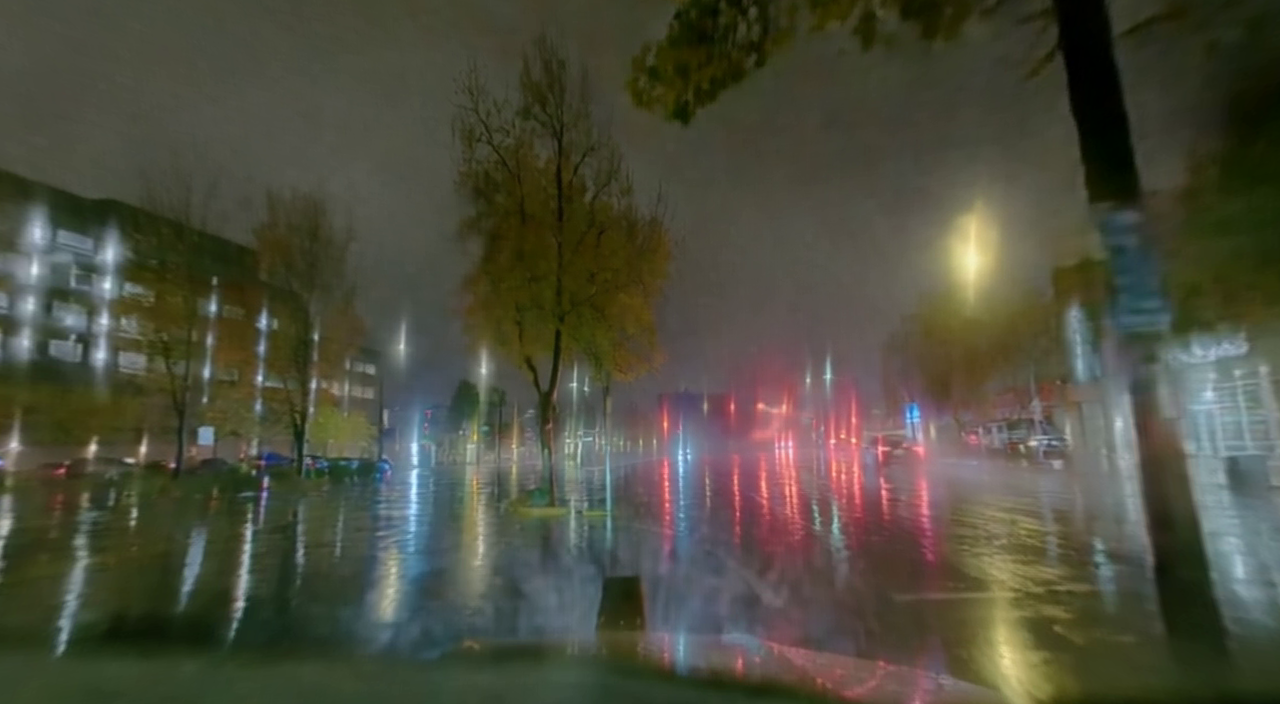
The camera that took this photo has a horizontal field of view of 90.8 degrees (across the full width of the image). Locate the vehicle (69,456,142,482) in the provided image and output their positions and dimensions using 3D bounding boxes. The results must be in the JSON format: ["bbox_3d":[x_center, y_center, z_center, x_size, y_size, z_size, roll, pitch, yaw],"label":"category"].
[{"bbox_3d":[-34.672,7.562,40.977,4.416,1.541,2.102,-5,-10,30],"label":"vehicle"}]

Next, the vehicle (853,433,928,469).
[{"bbox_3d":[12.577,5.001,32.071,2.100,1.638,4.545,0,-8,2],"label":"vehicle"}]

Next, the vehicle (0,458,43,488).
[{"bbox_3d":[-35.186,6.679,35.001,4.157,1.458,2.130,-6,-10,35],"label":"vehicle"}]

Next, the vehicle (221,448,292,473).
[{"bbox_3d":[-28.369,7.954,46.715,5.483,1.719,2.112,-5,-10,31],"label":"vehicle"}]

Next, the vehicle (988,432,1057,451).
[{"bbox_3d":[28.055,6.584,46.393,3.839,1.386,1.816,-1,-8,6],"label":"vehicle"}]

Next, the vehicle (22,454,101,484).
[{"bbox_3d":[-34.096,6.845,37.169,5.124,1.541,2.121,-6,-10,33],"label":"vehicle"}]
